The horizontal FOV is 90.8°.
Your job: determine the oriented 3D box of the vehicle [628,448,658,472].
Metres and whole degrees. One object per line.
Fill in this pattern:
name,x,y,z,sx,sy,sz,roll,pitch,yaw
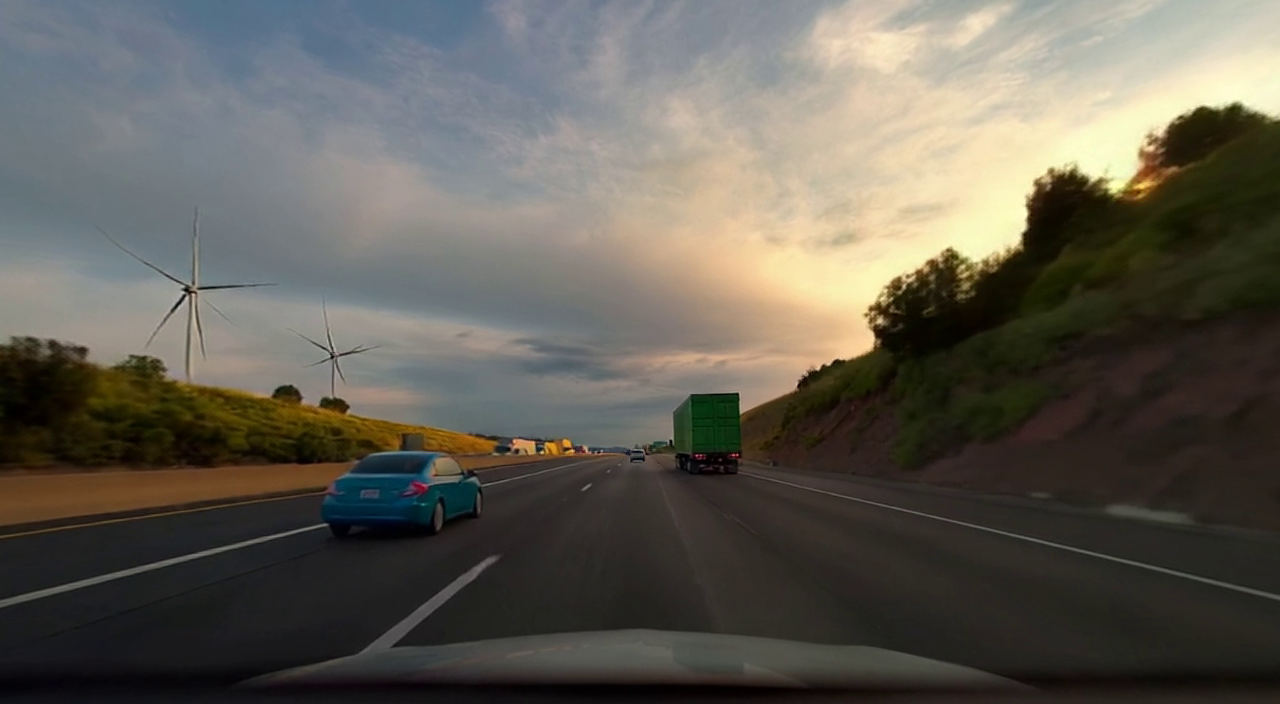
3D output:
vehicle,0.191,7.198,42.238,1.931,1.453,3.695,0,-9,0

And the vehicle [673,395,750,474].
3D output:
vehicle,3.963,5.245,38.911,2.947,3.989,13.568,0,-9,-1

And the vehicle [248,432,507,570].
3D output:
vehicle,-3.363,1.980,9.135,1.952,1.521,4.095,0,-9,0
